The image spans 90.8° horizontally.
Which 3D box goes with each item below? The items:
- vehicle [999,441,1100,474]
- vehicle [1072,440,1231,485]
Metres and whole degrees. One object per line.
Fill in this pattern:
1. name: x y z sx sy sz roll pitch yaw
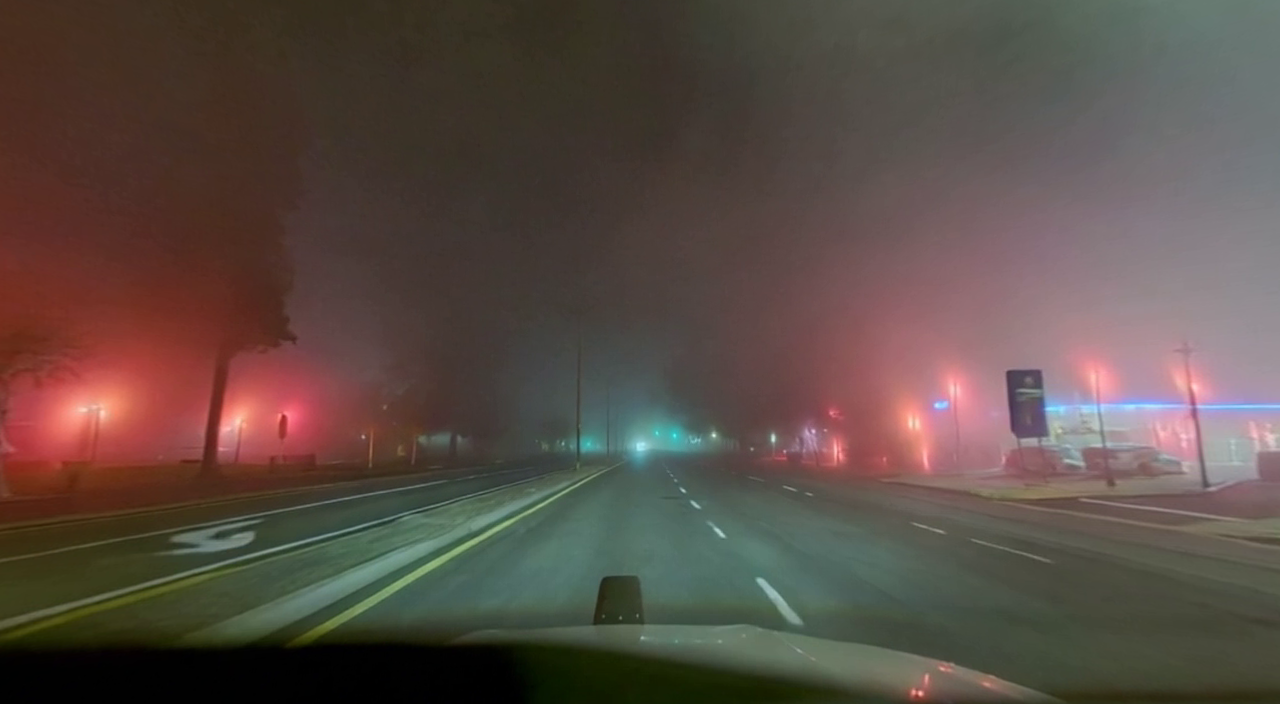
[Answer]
1. vehicle: 21.219 5.497 32.987 1.981 1.575 4.376 0 -9 -6
2. vehicle: 19.878 4.286 24.680 4.468 1.635 2.017 0 -8 -2
